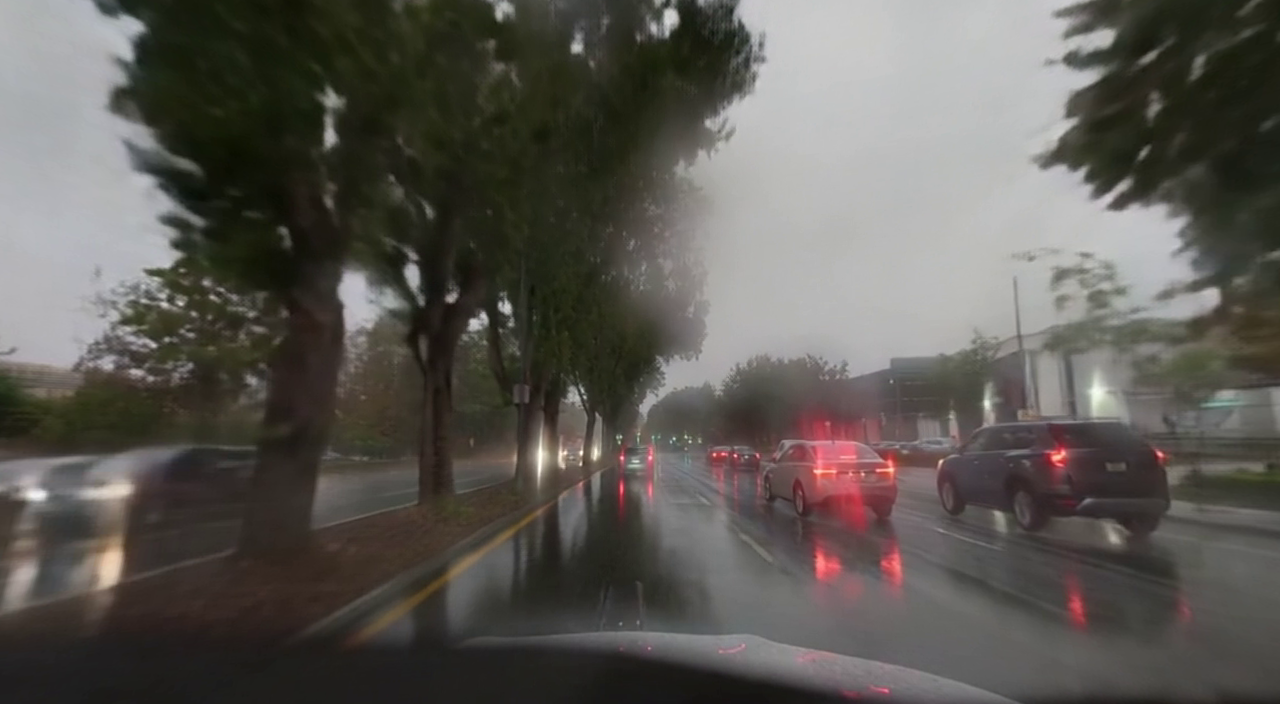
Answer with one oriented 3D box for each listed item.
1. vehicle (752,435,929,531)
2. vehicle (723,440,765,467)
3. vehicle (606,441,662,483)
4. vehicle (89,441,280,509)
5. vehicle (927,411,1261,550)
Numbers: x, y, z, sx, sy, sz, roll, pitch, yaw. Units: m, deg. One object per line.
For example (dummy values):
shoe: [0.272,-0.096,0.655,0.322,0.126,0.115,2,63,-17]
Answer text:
vehicle: [3.481,2.341,11.911,1.858,1.466,4.230,0,-9,-1]
vehicle: [7.200,7.054,44.051,2.068,1.779,4.567,0,-9,-1]
vehicle: [-0.208,4.192,24.347,1.994,1.479,3.647,0,-9,0]
vehicle: [-12.607,3.392,17.958,1.973,1.674,4.492,0,-9,2]
vehicle: [7.038,2.030,10.667,2.134,1.810,4.590,0,-9,-1]
